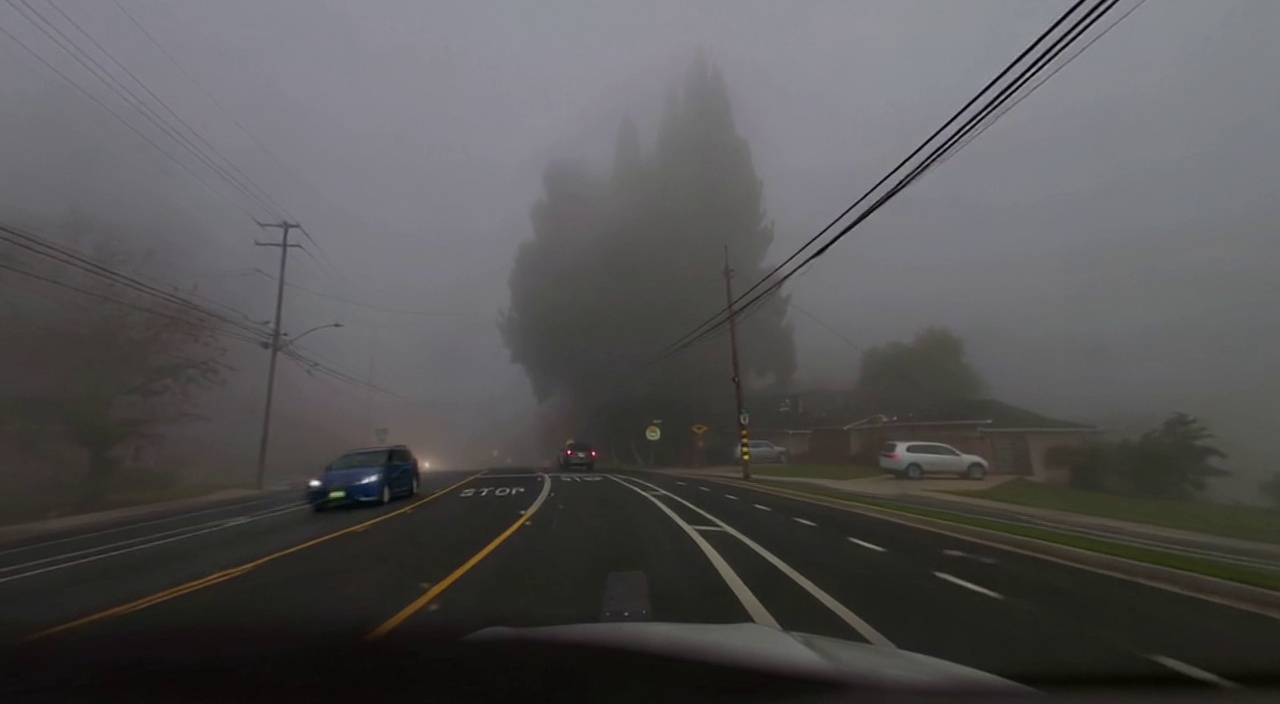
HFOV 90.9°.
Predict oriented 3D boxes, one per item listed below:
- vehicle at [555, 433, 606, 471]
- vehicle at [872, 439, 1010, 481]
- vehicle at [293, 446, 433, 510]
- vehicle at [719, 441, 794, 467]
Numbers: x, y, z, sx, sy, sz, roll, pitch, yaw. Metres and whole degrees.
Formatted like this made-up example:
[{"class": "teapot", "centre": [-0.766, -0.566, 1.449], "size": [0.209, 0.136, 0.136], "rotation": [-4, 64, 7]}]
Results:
[{"class": "vehicle", "centre": [-3.380, 5.478, 34.940], "size": [2.284, 1.741, 4.702], "rotation": [4, -7, -11]}, {"class": "vehicle", "centre": [11.481, 4.129, 24.215], "size": [4.383, 1.508, 1.884], "rotation": [1, -8, -6]}, {"class": "vehicle", "centre": [-7.277, 3.308, 17.151], "size": [2.003, 1.483, 4.545], "rotation": [0, -8, -4]}, {"class": "vehicle", "centre": [7.893, 6.924, 42.858], "size": [4.582, 1.707, 1.934], "rotation": [2, -9, -13]}]
